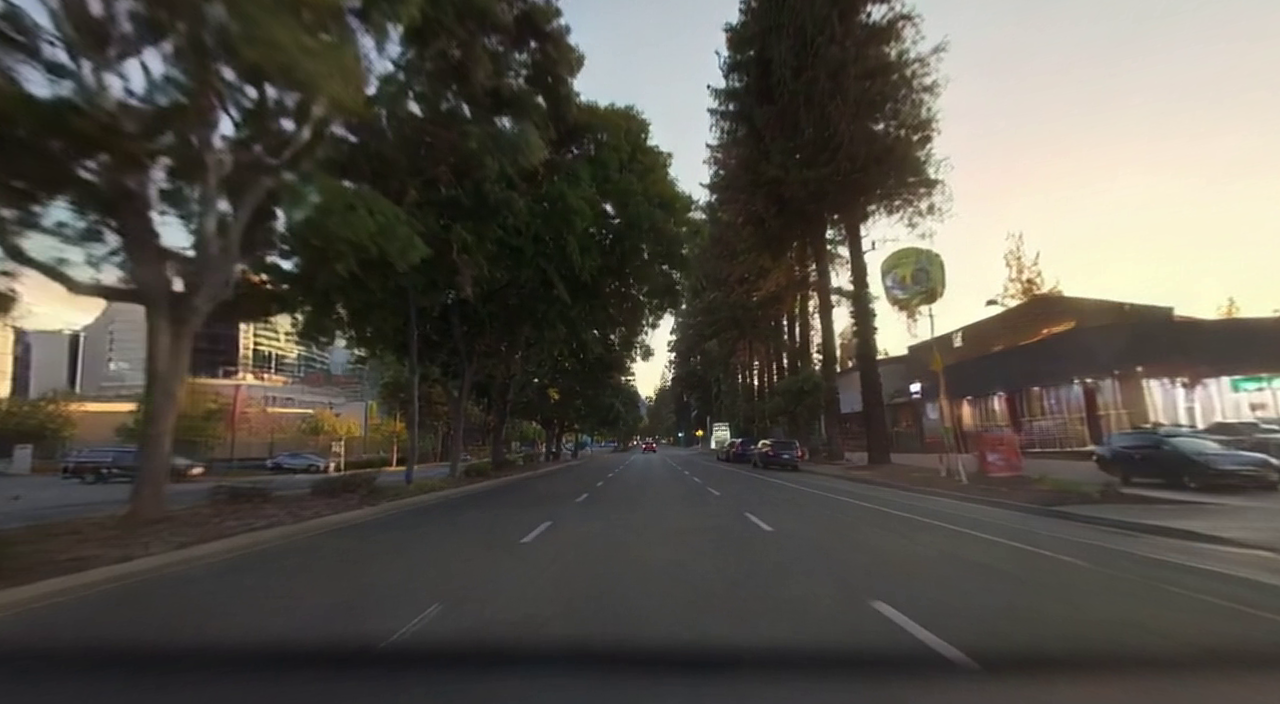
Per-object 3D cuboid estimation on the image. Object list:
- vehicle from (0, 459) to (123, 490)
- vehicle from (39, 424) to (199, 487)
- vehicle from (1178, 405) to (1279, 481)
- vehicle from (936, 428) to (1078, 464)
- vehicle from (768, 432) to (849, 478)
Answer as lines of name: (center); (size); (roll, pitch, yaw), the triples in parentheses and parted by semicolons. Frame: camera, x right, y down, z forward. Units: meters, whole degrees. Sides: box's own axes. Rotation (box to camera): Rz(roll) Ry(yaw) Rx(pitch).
vehicle: (-32.758, 6.885, 35.531); (5.238, 1.618, 2.263); (-1, -9, 1)
vehicle: (-32.967, 6.557, 40.130); (7.106, 3.726, 3.230); (0, -8, 1)
vehicle: (16.644, 2.186, 15.745); (4.422, 1.738, 1.995); (-3, -8, 1)
vehicle: (16.845, 4.367, 29.137); (5.222, 1.515, 2.044); (-1, -9, -1)
vehicle: (7.070, 4.378, 27.019); (2.084, 1.736, 4.754); (0, -8, -1)
